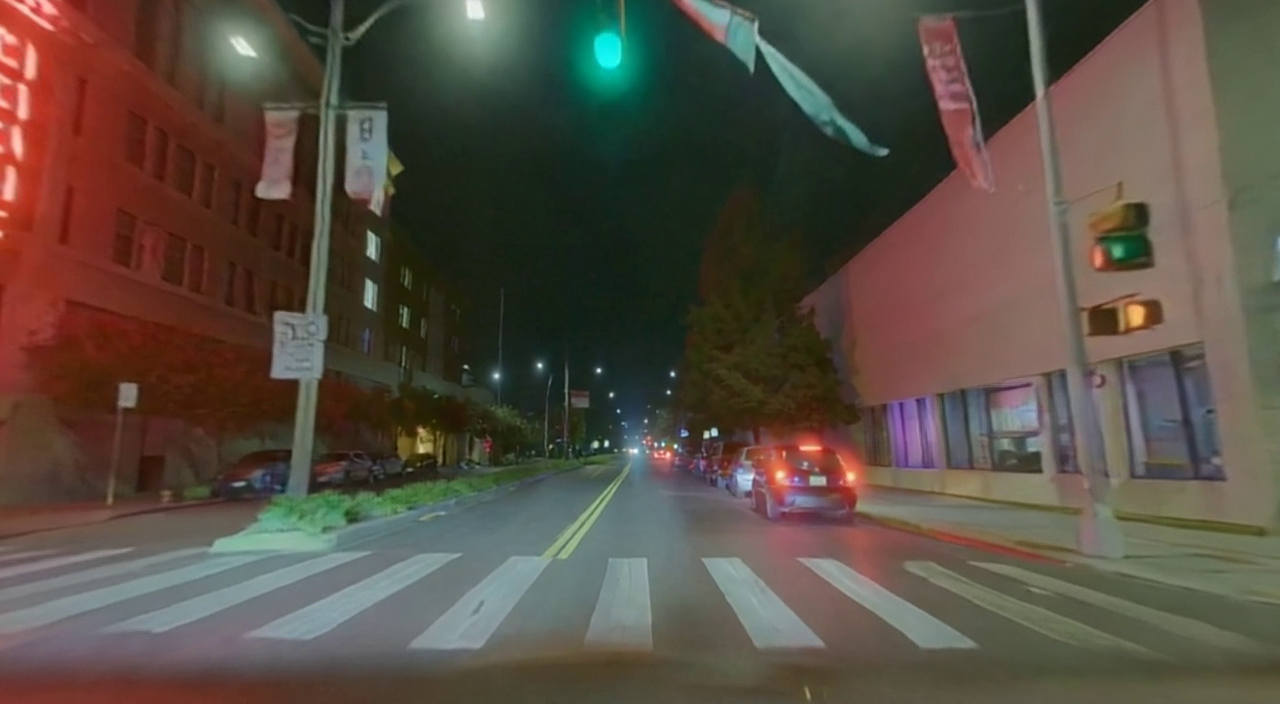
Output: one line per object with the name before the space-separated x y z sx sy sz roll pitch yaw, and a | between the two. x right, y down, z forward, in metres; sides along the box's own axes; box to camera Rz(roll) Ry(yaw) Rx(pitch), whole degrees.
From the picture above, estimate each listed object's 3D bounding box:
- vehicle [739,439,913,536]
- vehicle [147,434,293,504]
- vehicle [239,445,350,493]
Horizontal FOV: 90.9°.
vehicle | 3.400 2.554 12.561 2.120 1.560 4.402 0 -8 0
vehicle | -12.417 3.347 18.553 4.447 1.790 2.206 -7 -11 39
vehicle | -12.146 4.022 22.070 4.379 1.480 1.956 -8 -11 41
